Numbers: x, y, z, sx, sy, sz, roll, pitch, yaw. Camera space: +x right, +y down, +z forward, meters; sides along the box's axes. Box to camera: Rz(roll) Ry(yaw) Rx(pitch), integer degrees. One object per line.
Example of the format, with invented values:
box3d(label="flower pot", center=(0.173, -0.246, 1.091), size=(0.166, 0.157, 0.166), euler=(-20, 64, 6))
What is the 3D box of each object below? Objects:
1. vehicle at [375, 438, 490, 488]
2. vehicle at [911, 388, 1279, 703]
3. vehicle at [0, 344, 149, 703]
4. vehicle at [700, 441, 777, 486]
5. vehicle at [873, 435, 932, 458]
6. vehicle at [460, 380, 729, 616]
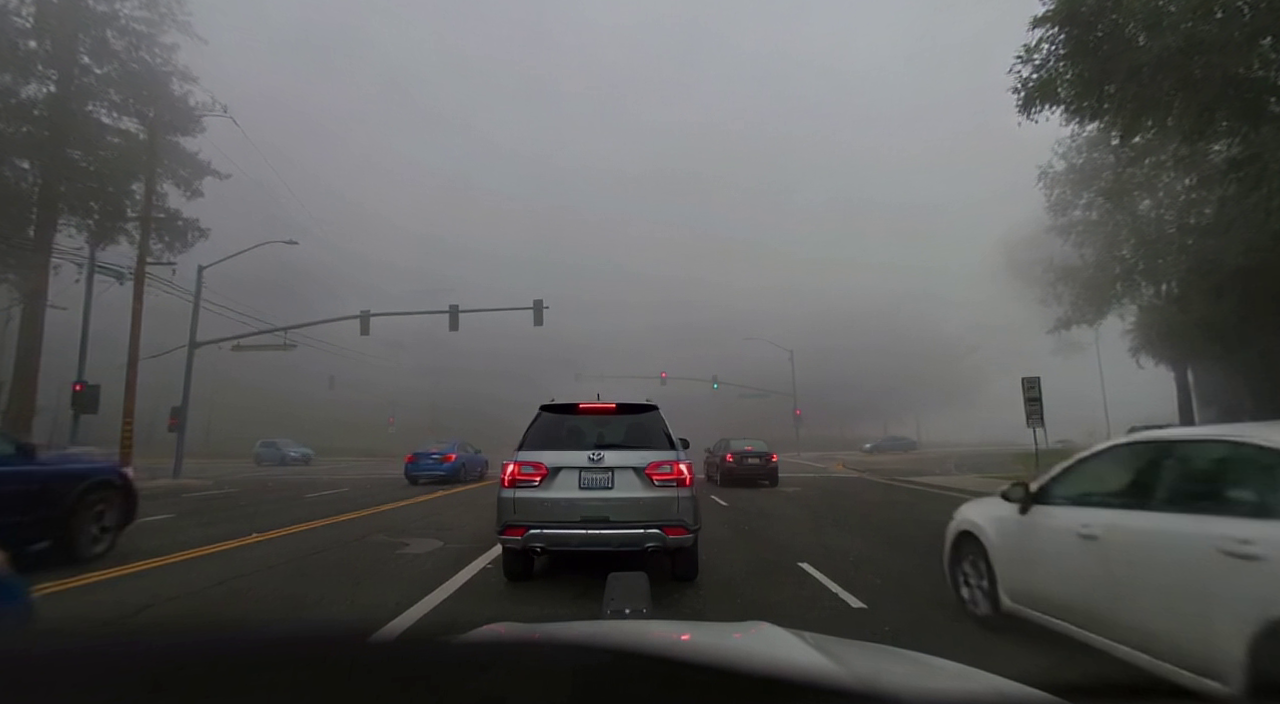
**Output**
box3d(label="vehicle", center=(-6.828, 3.707, 21.414), size=(2.060, 1.473, 4.950), euler=(0, -8, 2))
box3d(label="vehicle", center=(3.340, 1.010, 3.093), size=(2.121, 1.494, 4.208), euler=(0, -8, 0))
box3d(label="vehicle", center=(-3.679, 0.570, 0.958), size=(2.160, 1.666, 4.583), euler=(0, -8, 0))
box3d(label="vehicle", center=(3.369, 3.896, 22.390), size=(2.104, 1.441, 4.240), euler=(0, -8, 1))
box3d(label="vehicle", center=(19.981, 7.199, 47.910), size=(4.361, 1.653, 2.034), euler=(6, -10, -35))
box3d(label="vehicle", center=(-0.341, 1.440, 7.099), size=(2.064, 1.817, 4.298), euler=(0, -8, 0))
